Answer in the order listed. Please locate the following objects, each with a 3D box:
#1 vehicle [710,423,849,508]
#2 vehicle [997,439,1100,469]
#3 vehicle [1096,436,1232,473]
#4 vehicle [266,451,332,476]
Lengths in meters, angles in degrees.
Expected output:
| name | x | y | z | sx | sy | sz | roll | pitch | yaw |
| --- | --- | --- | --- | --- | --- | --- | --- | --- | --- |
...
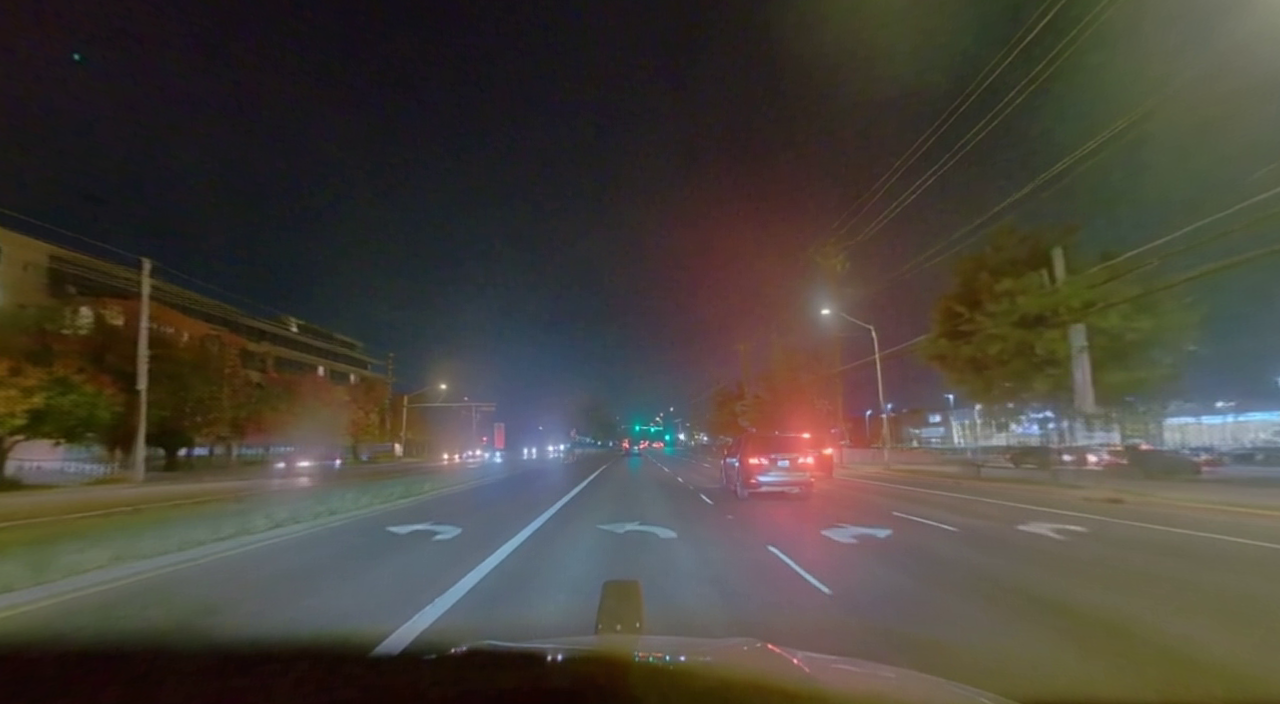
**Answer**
| name | x | y | z | sx | sy | sz | roll | pitch | yaw |
| --- | --- | --- | --- | --- | --- | --- | --- | --- | --- |
| vehicle | 3.065 | 2.599 | 14.920 | 2.128 | 1.699 | 4.222 | 0 | -8 | -3 |
| vehicle | 24.827 | 6.206 | 38.539 | 4.798 | 1.699 | 2.039 | 0 | -8 | 1 |
| vehicle | 24.573 | 4.815 | 29.752 | 4.599 | 1.647 | 1.924 | 0 | -8 | 1 |
| vehicle | -23.642 | 7.708 | 44.045 | 1.985 | 1.511 | 4.772 | -1 | -8 | 0 |
